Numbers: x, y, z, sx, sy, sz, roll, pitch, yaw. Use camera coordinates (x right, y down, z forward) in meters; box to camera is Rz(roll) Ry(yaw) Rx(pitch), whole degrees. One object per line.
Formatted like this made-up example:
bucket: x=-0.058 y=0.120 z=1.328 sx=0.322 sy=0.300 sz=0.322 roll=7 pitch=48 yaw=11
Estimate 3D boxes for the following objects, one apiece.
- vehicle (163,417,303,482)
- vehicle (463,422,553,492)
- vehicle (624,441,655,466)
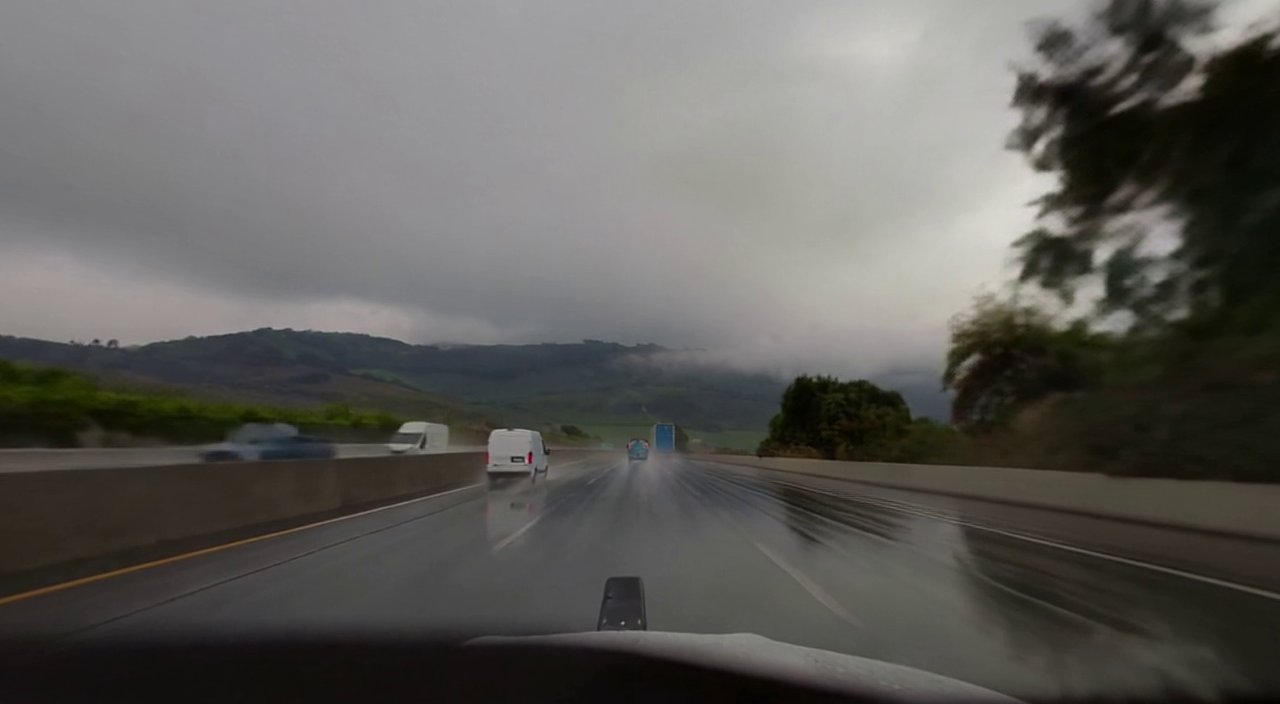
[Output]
vehicle: x=-16.384 y=4.002 z=25.822 sx=2.254 sy=2.358 sz=5.161 roll=0 pitch=-9 yaw=0
vehicle: x=-4.150 y=3.410 z=20.672 sx=1.955 sy=2.004 sz=4.792 roll=0 pitch=-9 yaw=0
vehicle: x=-0.052 y=7.453 z=46.218 sx=2.166 sy=1.747 sz=4.299 roll=0 pitch=-9 yaw=0
